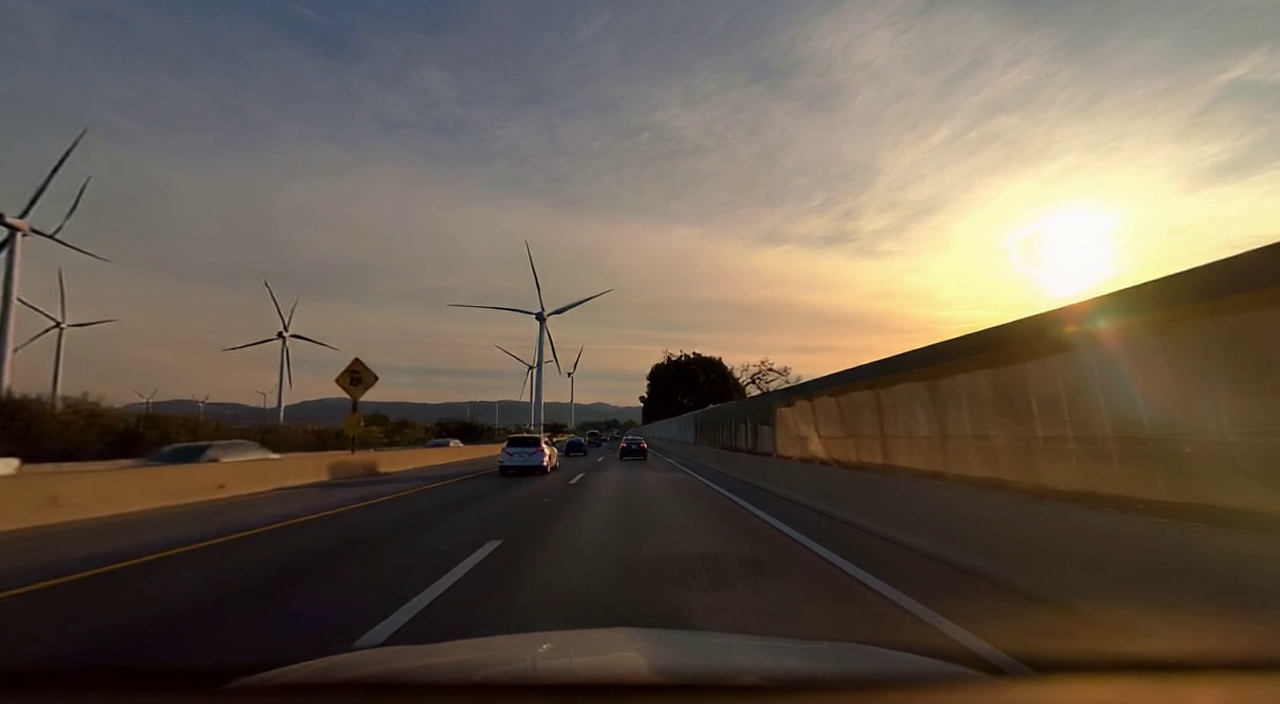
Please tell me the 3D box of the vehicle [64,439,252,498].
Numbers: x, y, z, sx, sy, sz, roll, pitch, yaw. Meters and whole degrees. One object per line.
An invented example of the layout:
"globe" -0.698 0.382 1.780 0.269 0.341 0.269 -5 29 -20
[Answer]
"vehicle" -13.806 3.317 18.511 1.876 1.452 4.670 0 -8 -1

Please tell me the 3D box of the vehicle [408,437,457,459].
"vehicle" -15.122 6.983 46.219 2.106 1.519 4.778 0 -8 -2

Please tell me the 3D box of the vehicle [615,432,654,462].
"vehicle" -0.345 5.148 34.428 2.027 1.550 3.607 0 -8 -2

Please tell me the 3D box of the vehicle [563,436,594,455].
"vehicle" -4.668 7.168 48.465 2.059 1.436 3.802 0 -8 -1

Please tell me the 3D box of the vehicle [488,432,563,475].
"vehicle" -4.171 3.758 23.730 1.998 1.468 4.635 0 -8 0
